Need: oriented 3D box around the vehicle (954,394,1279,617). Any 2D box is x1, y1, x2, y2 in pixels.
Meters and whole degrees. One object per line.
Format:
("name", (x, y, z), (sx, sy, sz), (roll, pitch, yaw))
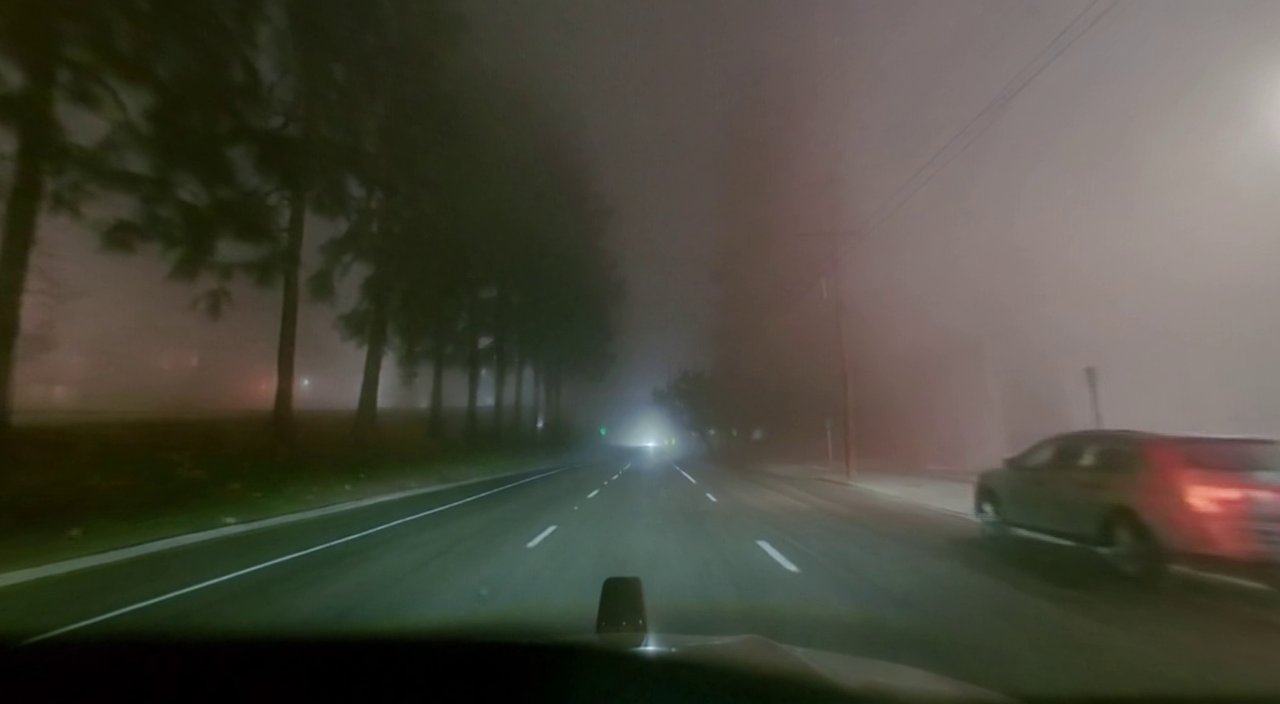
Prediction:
("vehicle", (6.108, 1.599, 7.660), (2.177, 1.788, 5.106), (0, -8, 3))
